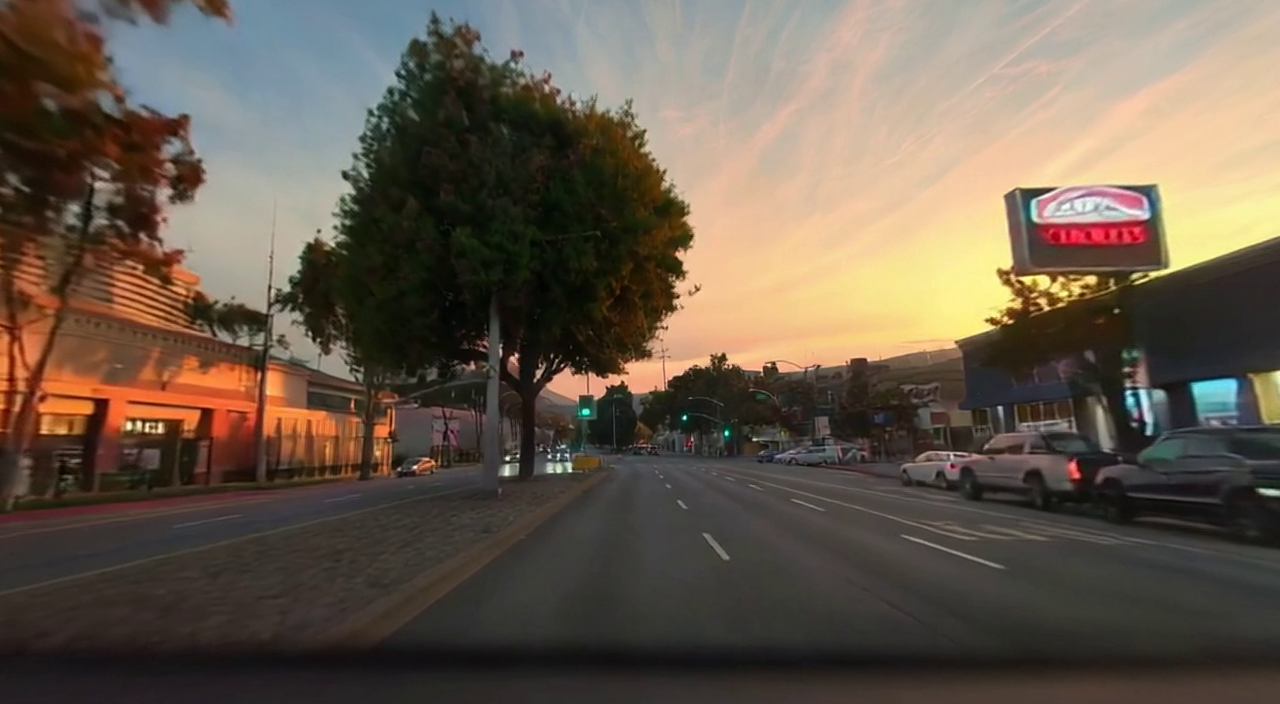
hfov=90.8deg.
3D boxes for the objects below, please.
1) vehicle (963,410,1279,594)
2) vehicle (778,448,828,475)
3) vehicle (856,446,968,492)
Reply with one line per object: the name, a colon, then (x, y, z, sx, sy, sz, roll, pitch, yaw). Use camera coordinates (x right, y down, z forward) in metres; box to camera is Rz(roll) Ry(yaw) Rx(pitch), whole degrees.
vehicle: (10.229, 2.015, 10.389, 6.229, 2.004, 6.552, -2, -7, -2)
vehicle: (9.558, 6.425, 37.361, 1.844, 1.449, 4.149, 0, -9, 0)
vehicle: (9.852, 4.226, 23.337, 1.944, 1.499, 4.698, 0, -9, -1)
